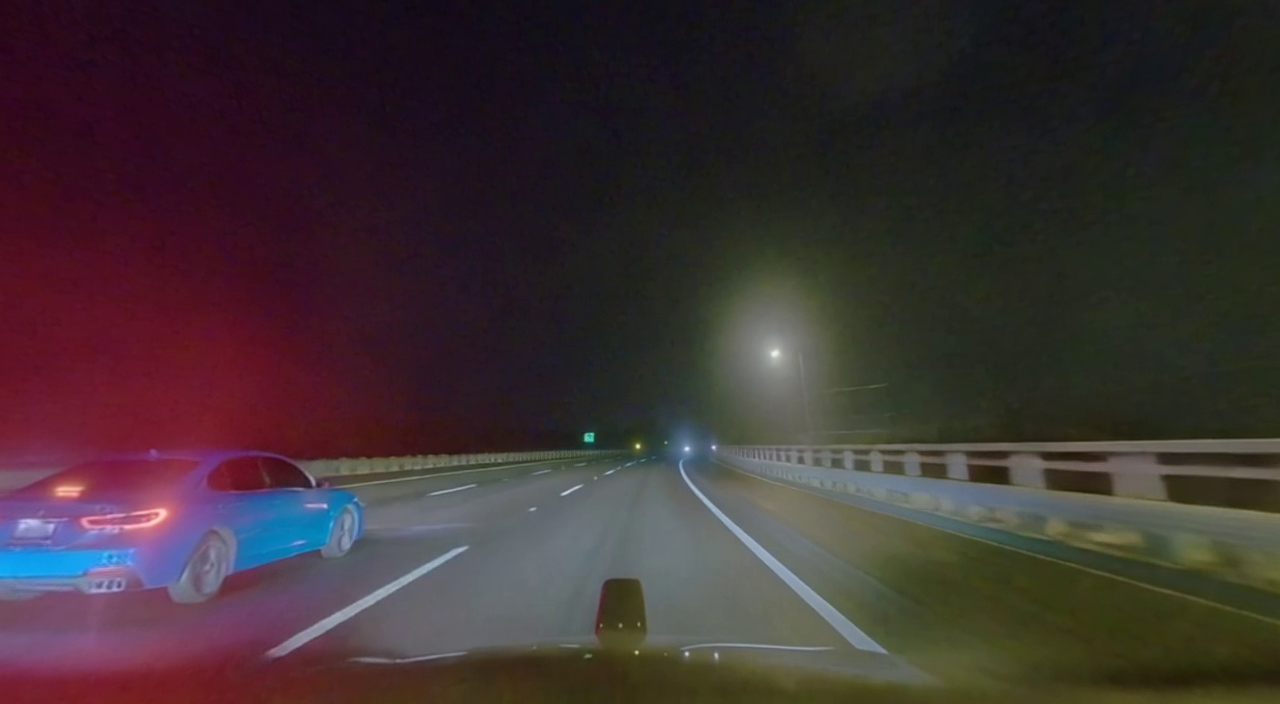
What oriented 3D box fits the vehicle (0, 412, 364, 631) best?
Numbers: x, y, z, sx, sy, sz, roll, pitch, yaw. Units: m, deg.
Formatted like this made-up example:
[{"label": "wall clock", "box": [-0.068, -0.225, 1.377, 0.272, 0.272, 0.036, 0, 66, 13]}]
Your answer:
[{"label": "vehicle", "box": [-4.607, 1.462, 6.324, 1.928, 1.504, 3.745, 0, -9, 0]}]
